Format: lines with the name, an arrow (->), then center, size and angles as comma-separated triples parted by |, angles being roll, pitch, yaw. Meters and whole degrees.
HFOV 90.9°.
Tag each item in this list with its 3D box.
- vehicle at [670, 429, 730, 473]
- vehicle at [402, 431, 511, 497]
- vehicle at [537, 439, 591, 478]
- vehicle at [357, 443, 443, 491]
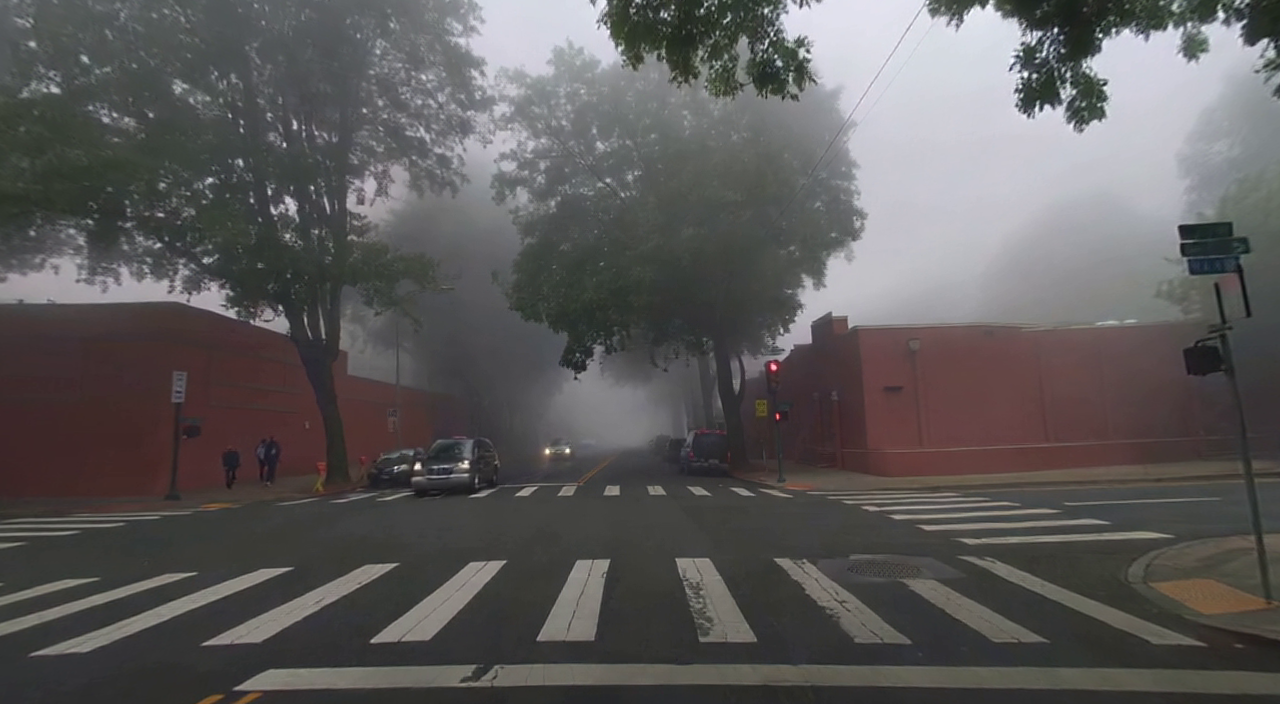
vehicle -> 3.100, 5.312, 34.021 | 2.557, 2.188, 5.164 | 0, -8, -2
vehicle -> -5.819, 3.601, 20.774 | 2.242, 1.887, 4.924 | 0, -8, -2
vehicle -> -3.280, 4.688, 27.981 | 2.033, 1.596, 4.142 | 0, -8, -2
vehicle -> -9.948, 4.760, 26.561 | 2.216, 1.804, 4.526 | 1, -8, -5
